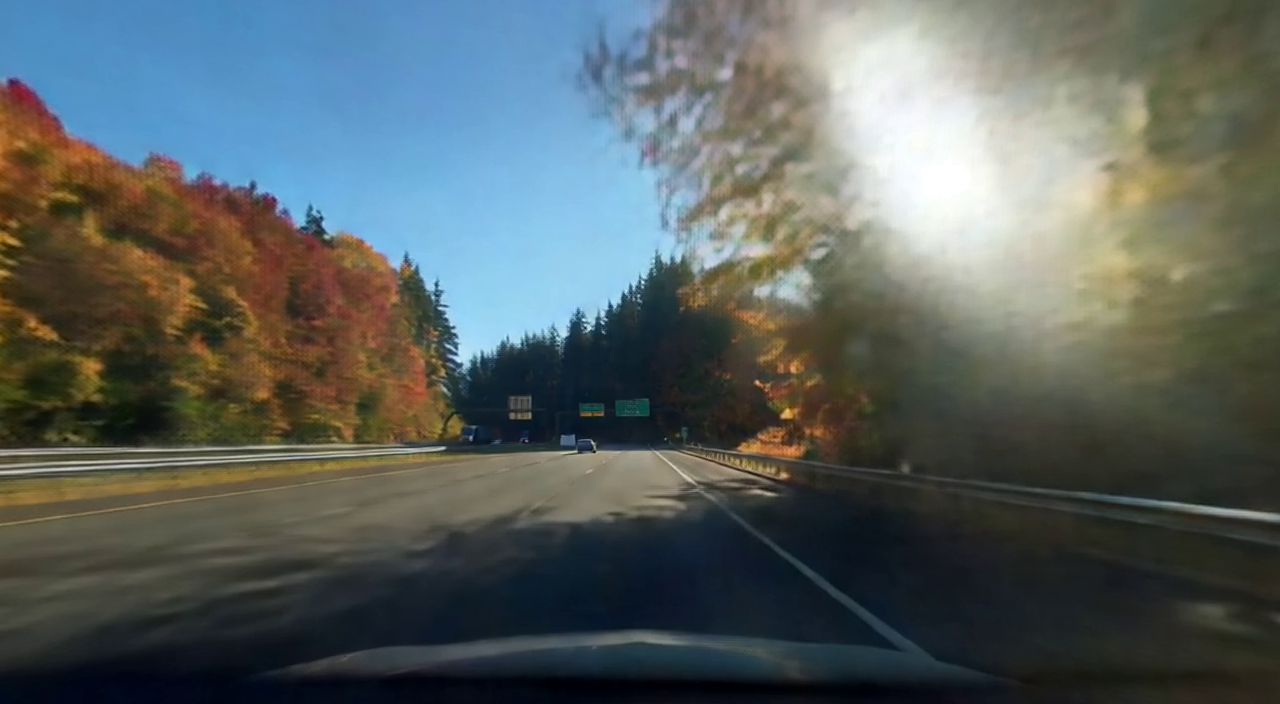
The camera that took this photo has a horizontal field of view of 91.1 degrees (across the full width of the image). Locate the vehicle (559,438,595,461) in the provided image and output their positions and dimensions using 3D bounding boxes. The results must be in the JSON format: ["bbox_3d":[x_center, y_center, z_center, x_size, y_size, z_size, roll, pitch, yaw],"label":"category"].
[{"bbox_3d":[-4.347,6.790,44.035,2.004,1.497,4.260,0,-8,1],"label":"vehicle"}]
